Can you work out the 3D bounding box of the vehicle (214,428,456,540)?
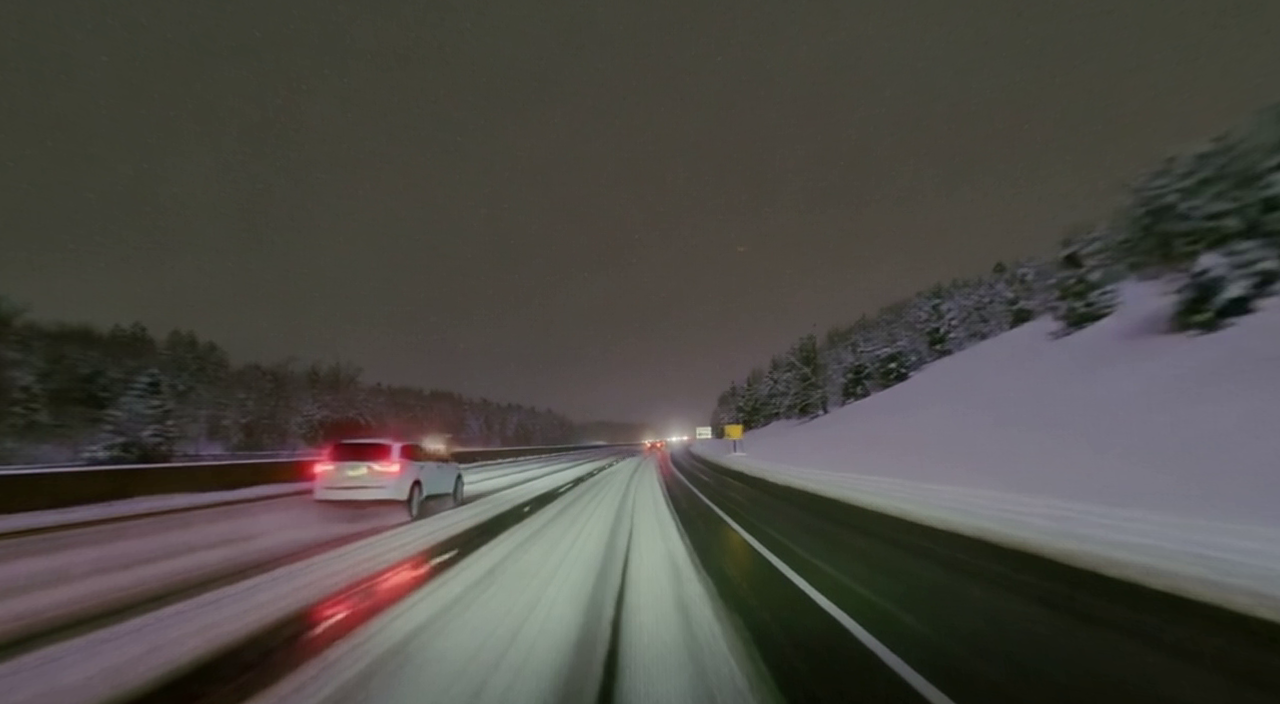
[{"bbox_3d":[-4.948,2.204,11.125,1.961,1.540,4.487,-1,-9,1],"label":"vehicle"}]
